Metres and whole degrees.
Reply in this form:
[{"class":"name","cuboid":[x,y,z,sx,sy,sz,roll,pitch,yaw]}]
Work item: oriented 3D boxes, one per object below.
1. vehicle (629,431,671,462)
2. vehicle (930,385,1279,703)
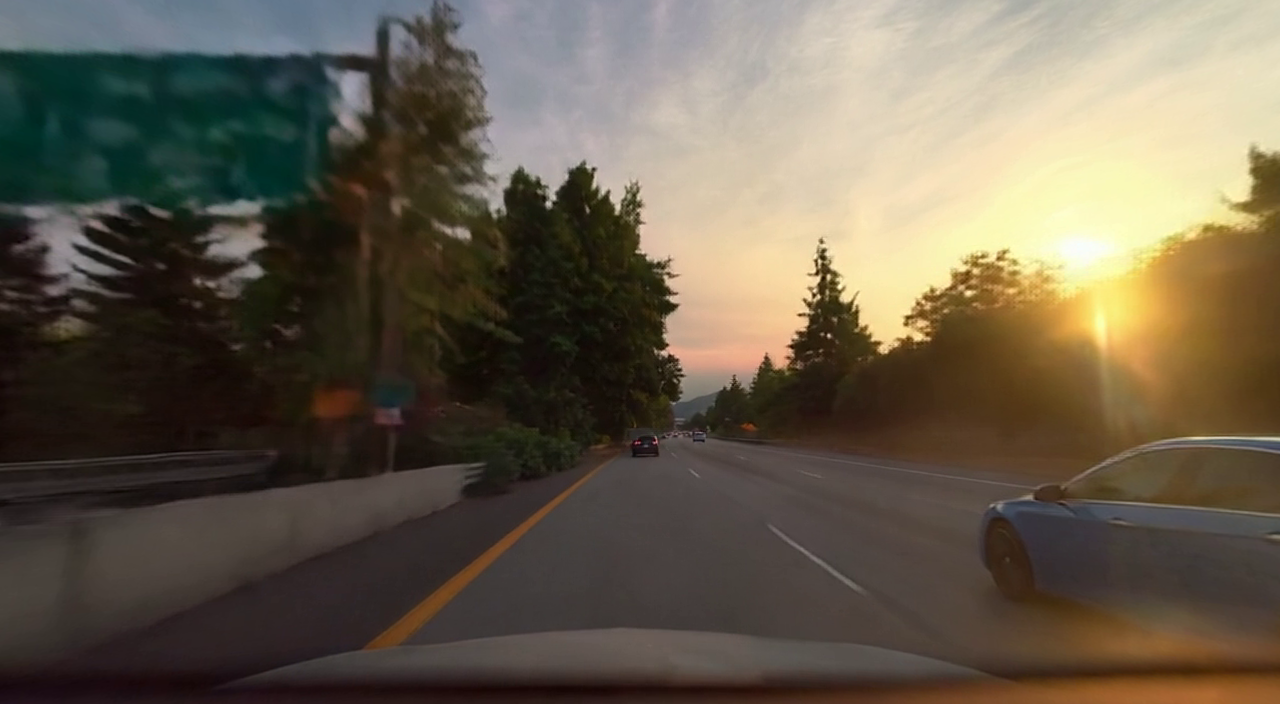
[{"class":"vehicle","cuboid":[0.478,4.943,33.094,2.046,1.526,3.903,0,-8,-1]},{"class":"vehicle","cuboid":[3.589,0.973,3.264,1.981,1.467,4.459,0,-8,-1]}]
